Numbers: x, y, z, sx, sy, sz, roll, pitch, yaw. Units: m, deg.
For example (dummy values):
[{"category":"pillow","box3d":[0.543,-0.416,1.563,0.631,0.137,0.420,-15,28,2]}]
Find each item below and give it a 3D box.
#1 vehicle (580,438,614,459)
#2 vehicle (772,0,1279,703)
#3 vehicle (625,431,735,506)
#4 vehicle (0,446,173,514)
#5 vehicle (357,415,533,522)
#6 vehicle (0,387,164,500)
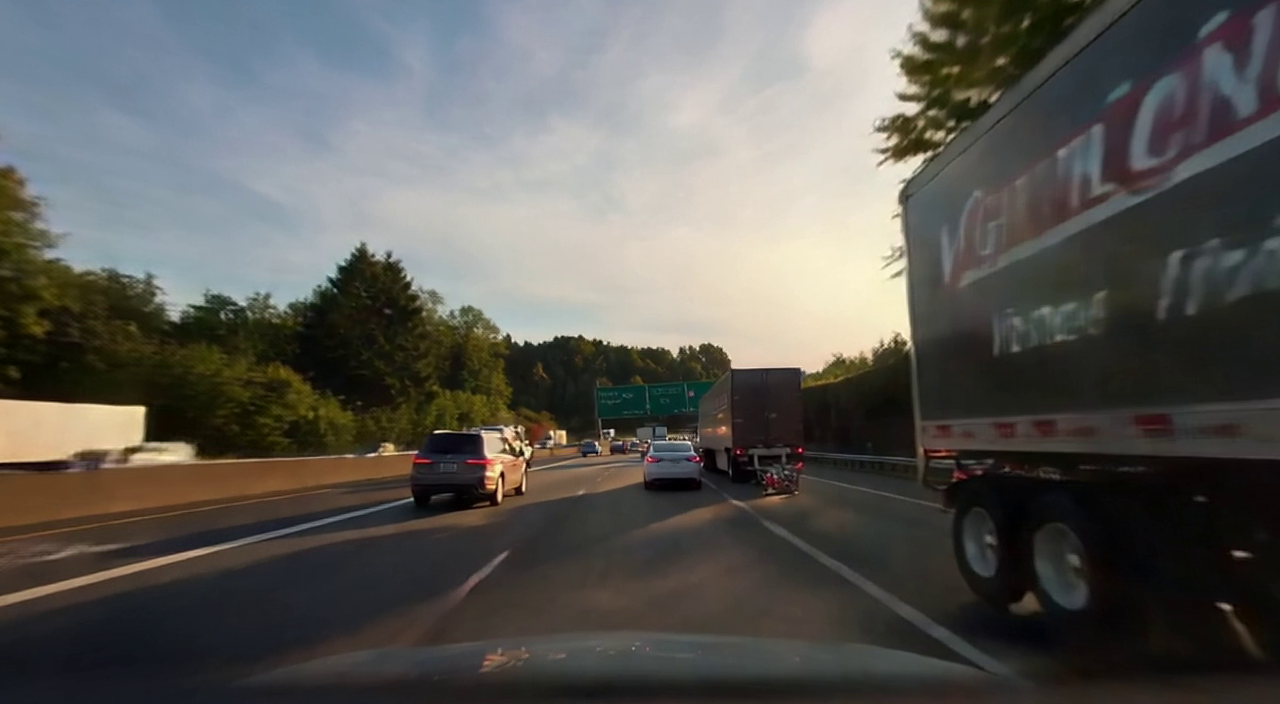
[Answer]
[{"category":"vehicle","box3d":[-3.244,7.441,48.712,2.181,1.538,4.169,0,-8,2]},{"category":"vehicle","box3d":[4.525,0.040,6.455,2.967,4.347,15.373,0,-8,0]},{"category":"vehicle","box3d":[0.775,2.627,14.818,2.200,1.495,4.282,0,-8,-1]},{"category":"vehicle","box3d":[-14.898,3.196,16.405,1.974,1.441,4.499,0,-8,1]},{"category":"vehicle","box3d":[-3.581,2.213,12.600,2.006,1.729,4.447,0,-8,1]},{"category":"vehicle","box3d":[-18.358,2.737,19.019,2.822,2.949,6.389,0,-8,1]}]
